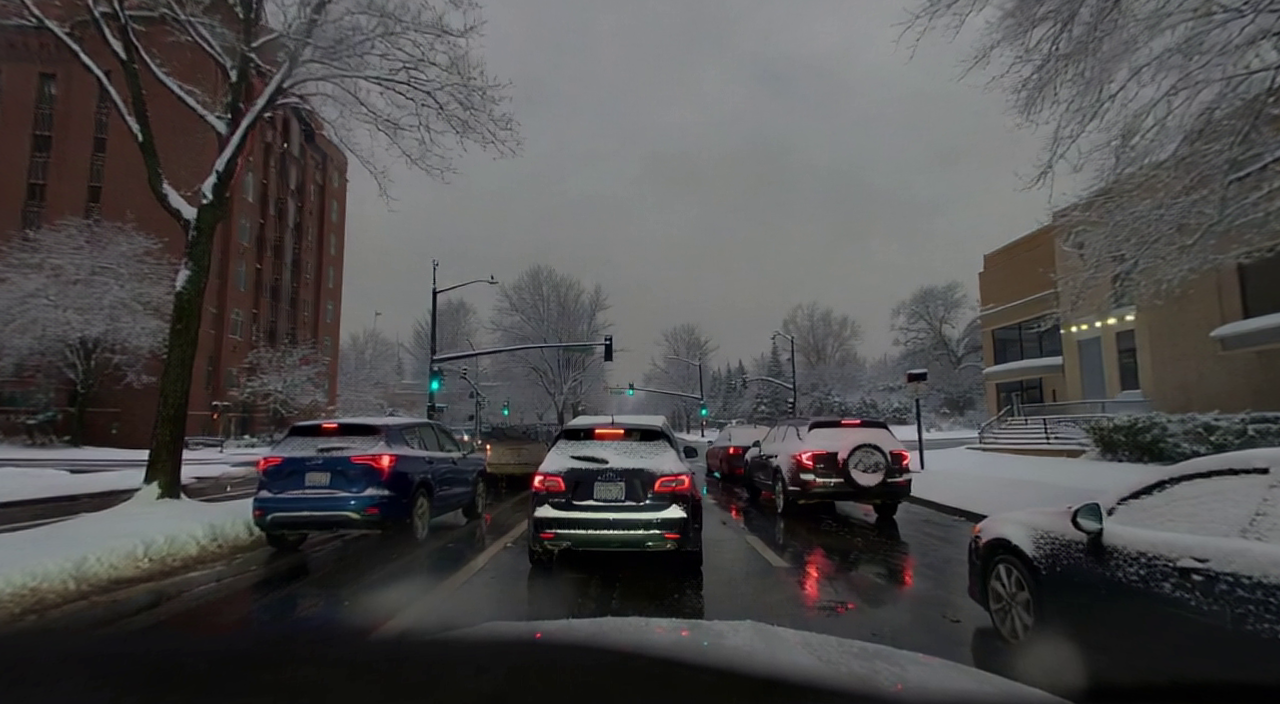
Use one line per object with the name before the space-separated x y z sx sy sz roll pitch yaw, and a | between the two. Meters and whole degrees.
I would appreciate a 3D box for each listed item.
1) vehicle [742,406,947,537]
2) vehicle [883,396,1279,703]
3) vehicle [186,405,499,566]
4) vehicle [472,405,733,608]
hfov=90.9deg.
vehicle | 3.342 2.084 11.537 2.117 1.879 4.715 0 -8 -1
vehicle | 3.244 1.070 3.397 2.045 1.459 4.462 0 -8 -1
vehicle | -3.750 1.788 9.248 2.141 1.718 4.809 0 -8 1
vehicle | -0.352 1.585 7.420 2.114 1.631 4.459 0 -8 -1
